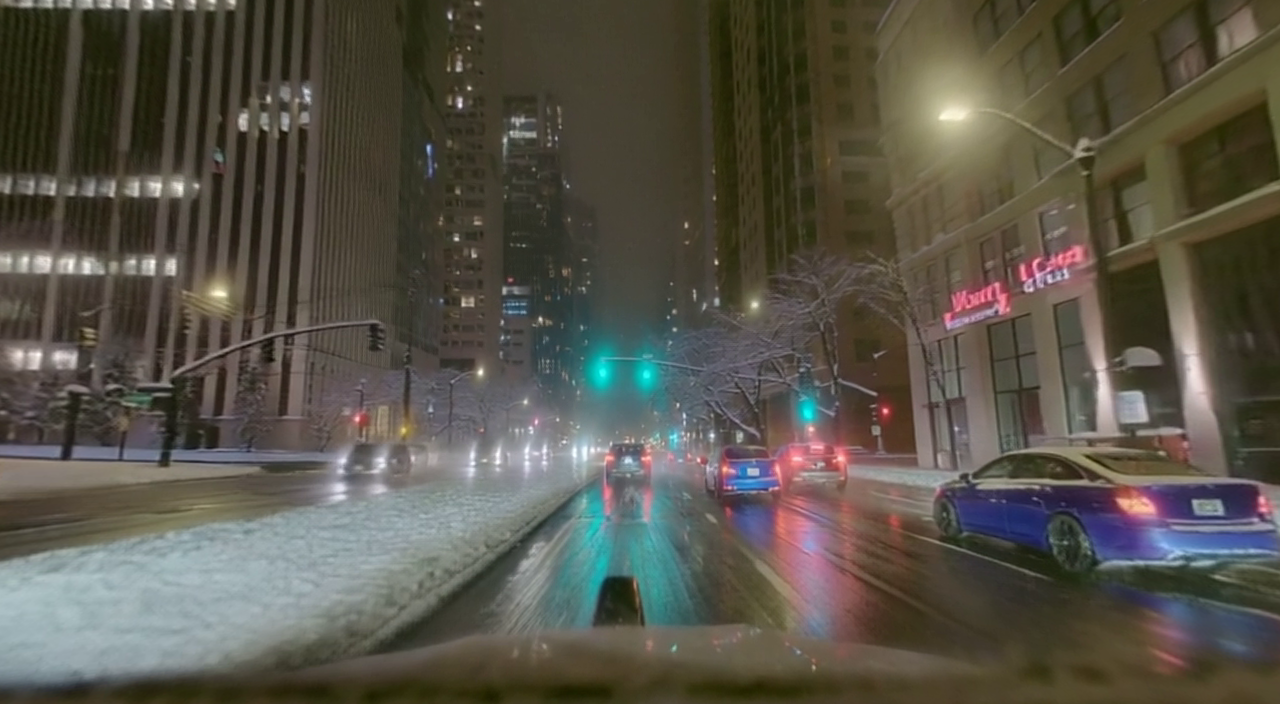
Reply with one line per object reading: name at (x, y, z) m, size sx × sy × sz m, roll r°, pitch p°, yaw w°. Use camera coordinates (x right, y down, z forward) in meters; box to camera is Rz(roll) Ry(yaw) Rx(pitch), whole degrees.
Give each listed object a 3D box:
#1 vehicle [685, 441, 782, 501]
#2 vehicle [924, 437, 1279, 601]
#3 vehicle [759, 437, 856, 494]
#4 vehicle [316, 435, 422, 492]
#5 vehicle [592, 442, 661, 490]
vehicle at (2.521, 3.351, 18.190) m, size 1.987 × 1.484 × 4.427 m, roll 0°, pitch -9°, yaw -2°
vehicle at (5.793, 1.899, 8.211) m, size 1.914 × 1.484 × 4.639 m, roll 0°, pitch -9°, yaw -2°
vehicle at (5.677, 3.897, 22.036) m, size 2.015 × 1.745 × 4.444 m, roll 0°, pitch -9°, yaw -2°
vehicle at (-9.495, 3.925, 22.575) m, size 1.827 × 1.787 × 4.474 m, roll 0°, pitch -9°, yaw -1°
vehicle at (-0.440, 3.788, 21.337) m, size 2.096 × 1.457 × 4.160 m, roll 0°, pitch -9°, yaw -1°
